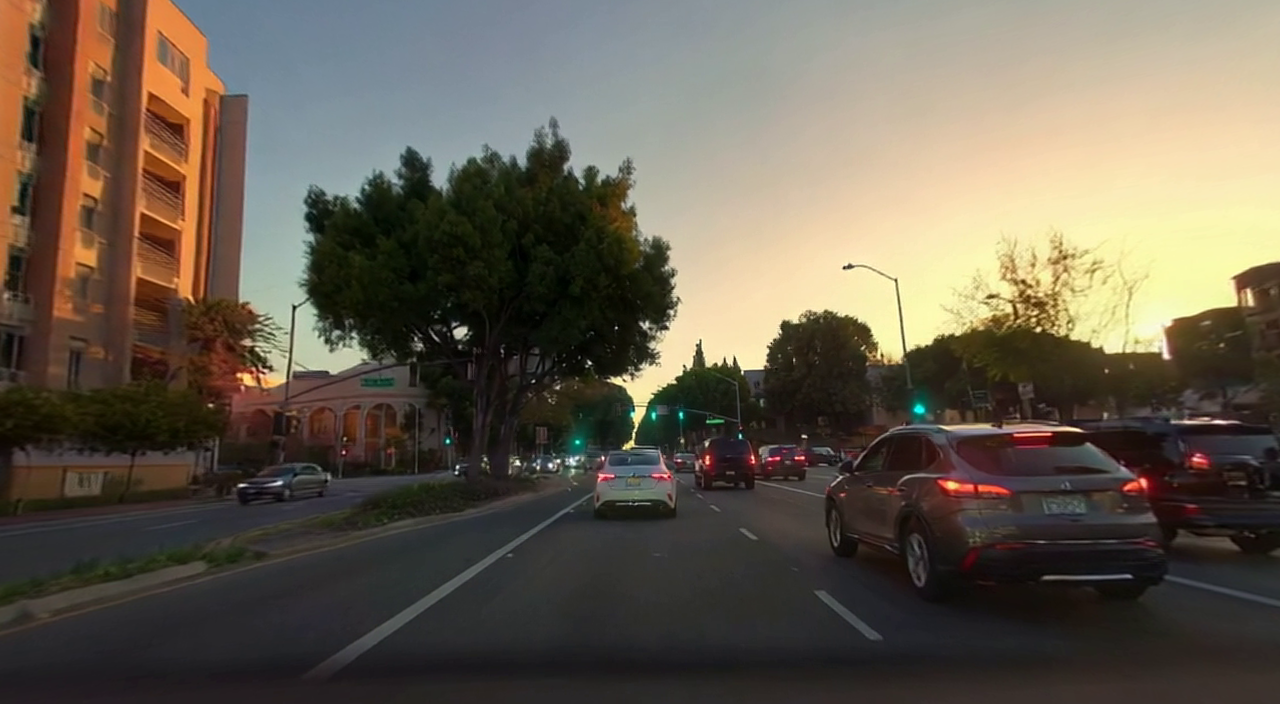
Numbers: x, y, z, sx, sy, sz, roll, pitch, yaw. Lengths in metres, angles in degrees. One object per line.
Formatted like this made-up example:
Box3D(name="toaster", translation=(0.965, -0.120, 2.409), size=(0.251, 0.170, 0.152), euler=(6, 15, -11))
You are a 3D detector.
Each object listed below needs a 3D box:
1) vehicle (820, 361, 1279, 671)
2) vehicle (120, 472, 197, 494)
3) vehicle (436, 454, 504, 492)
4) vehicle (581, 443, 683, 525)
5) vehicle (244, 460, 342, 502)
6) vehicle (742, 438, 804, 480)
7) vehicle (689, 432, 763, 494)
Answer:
Box3D(name="vehicle", translation=(3.427, 1.359, 6.271), size=(1.982, 1.960, 4.427), euler=(0, -9, 1))
Box3D(name="vehicle", translation=(-36.142, 9.849, 47.190), size=(4.151, 1.469, 1.940), euler=(0, -9, 2))
Box3D(name="vehicle", translation=(-8.685, 6.199, 32.498), size=(2.133, 1.771, 4.611), euler=(0, -9, 1))
Box3D(name="vehicle", translation=(-0.127, 3.036, 15.048), size=(2.111, 1.676, 4.018), euler=(0, -9, 1))
Box3D(name="vehicle", translation=(-15.828, 5.859, 28.970), size=(1.968, 1.675, 4.382), euler=(0, -9, 1))
Box3D(name="vehicle", translation=(7.775, 6.316, 37.362), size=(2.627, 2.252, 5.236), euler=(0, -9, 1))
Box3D(name="vehicle", translation=(3.719, 4.917, 28.360), size=(2.516, 2.481, 5.766), euler=(0, -9, 0))
